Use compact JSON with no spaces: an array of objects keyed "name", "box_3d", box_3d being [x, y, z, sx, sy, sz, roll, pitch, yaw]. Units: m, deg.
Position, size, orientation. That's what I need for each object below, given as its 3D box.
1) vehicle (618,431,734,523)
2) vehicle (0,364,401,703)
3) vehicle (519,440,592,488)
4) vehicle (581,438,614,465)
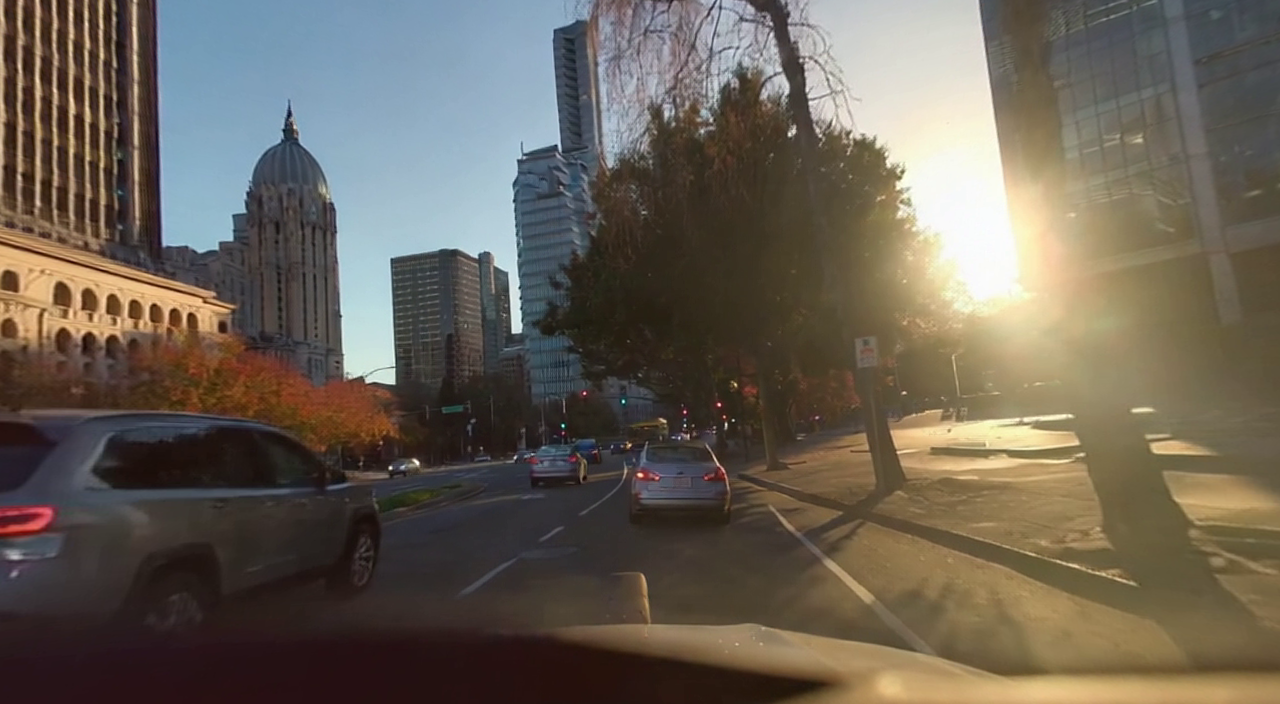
[{"name":"vehicle","box_3d":[0.563,2.375,12.451,1.933,1.504,3.802,0,-9,-1]},{"name":"vehicle","box_3d":[-3.258,1.136,4.163,1.848,1.641,3.686,0,-9,1]},{"name":"vehicle","box_3d":[-2.853,3.891,22.221,1.961,1.517,4.202,0,-9,0]},{"name":"vehicle","box_3d":[-2.944,7.012,44.407,1.969,1.764,4.160,0,-9,0]}]
